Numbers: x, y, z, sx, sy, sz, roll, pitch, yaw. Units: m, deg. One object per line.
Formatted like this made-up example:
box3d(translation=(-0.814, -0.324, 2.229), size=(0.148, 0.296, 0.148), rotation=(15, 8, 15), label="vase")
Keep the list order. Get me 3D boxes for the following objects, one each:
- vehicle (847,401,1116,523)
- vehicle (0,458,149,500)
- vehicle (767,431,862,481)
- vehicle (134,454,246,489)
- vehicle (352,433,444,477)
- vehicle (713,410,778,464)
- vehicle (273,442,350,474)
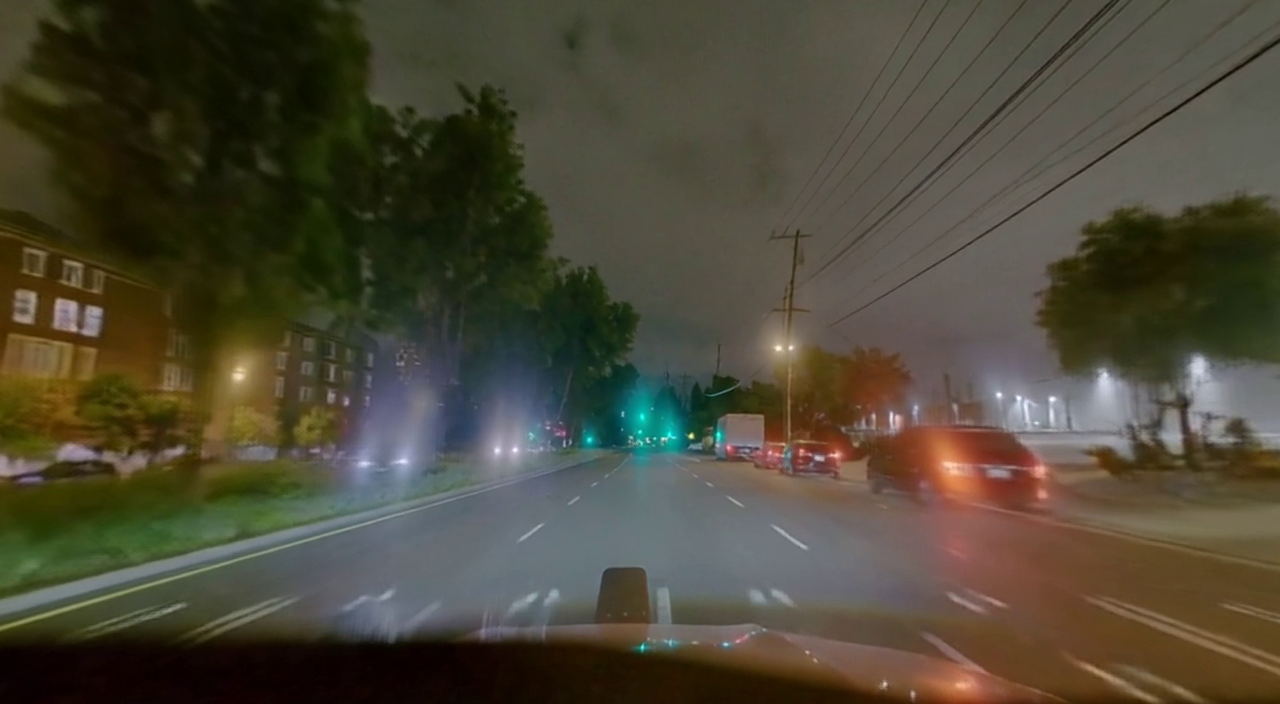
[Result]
box3d(translation=(6.865, 2.333, 13.910), size=(2.563, 2.090, 6.077), rotation=(0, -8, 1), label="vehicle")
box3d(translation=(-22.277, 4.975, 24.983), size=(1.907, 1.404, 4.413), rotation=(0, -8, 2), label="vehicle")
box3d(translation=(7.086, 4.301, 26.313), size=(2.258, 1.845, 5.381), rotation=(0, -8, -2), label="vehicle")
box3d(translation=(-22.160, 5.874, 31.323), size=(1.778, 1.533, 4.967), rotation=(0, -8, 2), label="vehicle")
box3d(translation=(-11.894, 5.091, 31.430), size=(2.418, 1.978, 5.196), rotation=(0, -8, 1), label="vehicle")
box3d(translation=(7.081, 6.011, 43.744), size=(2.761, 3.342, 8.958), rotation=(0, -9, -1), label="vehicle")
box3d(translation=(-22.050, 7.243, 42.597), size=(2.327, 2.006, 5.039), rotation=(0, -11, 1), label="vehicle")
